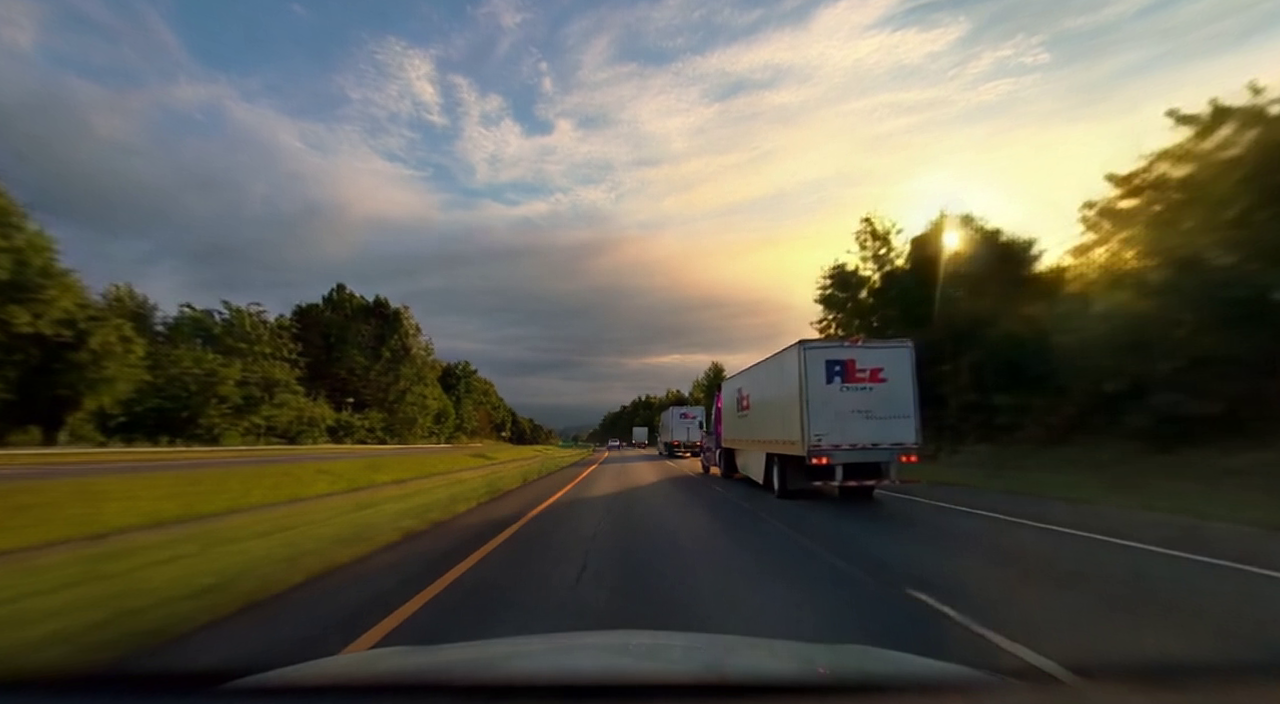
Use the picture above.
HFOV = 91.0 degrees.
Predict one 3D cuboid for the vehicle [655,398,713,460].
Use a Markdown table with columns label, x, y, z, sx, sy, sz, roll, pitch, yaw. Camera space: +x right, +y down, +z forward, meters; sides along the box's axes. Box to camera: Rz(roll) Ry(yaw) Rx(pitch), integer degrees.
| label | x | y | z | sx | sy | sz | roll | pitch | yaw |
| --- | --- | --- | --- | --- | --- | --- | --- | --- | --- |
| vehicle | 3.100 | 6.184 | 48.971 | 2.871 | 4.072 | 14.183 | 1 | -8 | -3 |

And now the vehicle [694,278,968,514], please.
| label | x | y | z | sx | sy | sz | roll | pitch | yaw |
| --- | --- | --- | --- | --- | --- | --- | --- | --- | --- |
| vehicle | 3.853 | 1.722 | 18.056 | 2.863 | 4.031 | 14.678 | 0 | -8 | -2 |
